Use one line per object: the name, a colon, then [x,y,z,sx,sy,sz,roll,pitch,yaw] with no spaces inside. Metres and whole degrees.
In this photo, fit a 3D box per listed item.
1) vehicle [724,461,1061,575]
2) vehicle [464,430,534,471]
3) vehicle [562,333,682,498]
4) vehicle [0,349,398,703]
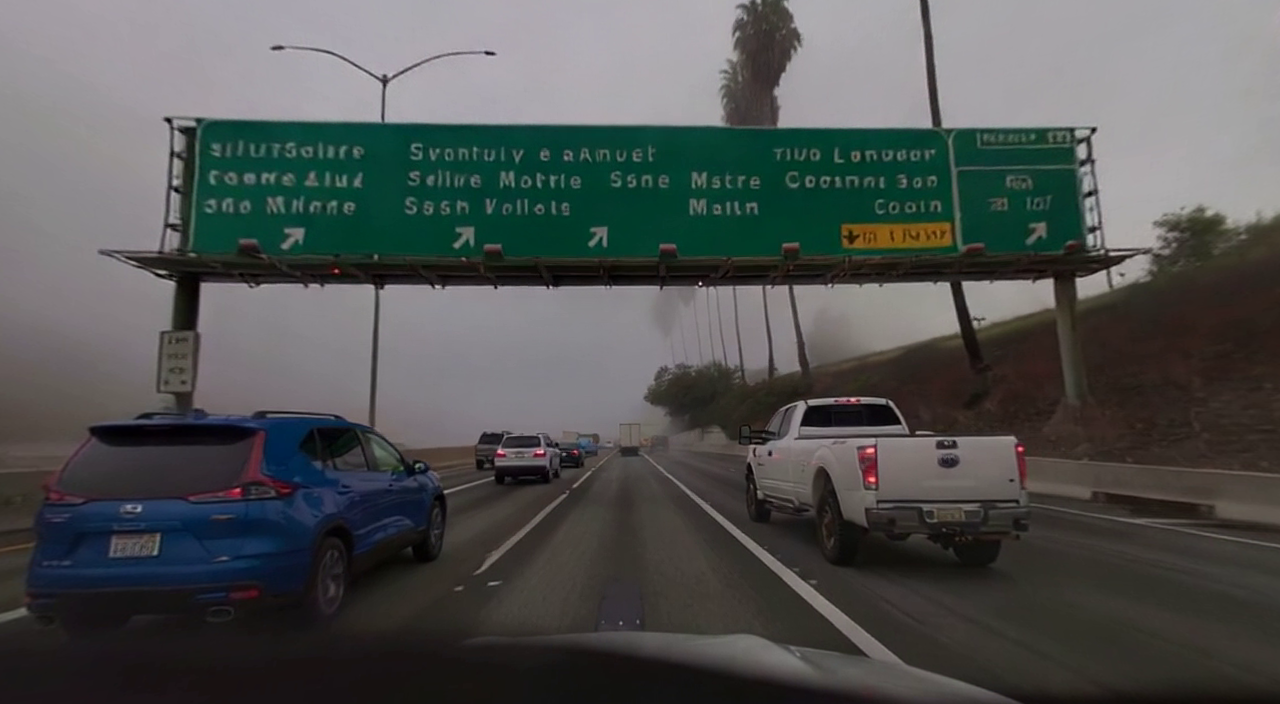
vehicle: [2.994,2.197,9.350,2.635,1.036,5.568,0,-9,-1]
vehicle: [-7.155,5.099,32.778,2.344,1.954,5.579,0,-9,0]
vehicle: [-0.403,2.328,20.822,2.906,4.040,10.743,0,-9,0]
vehicle: [-3.220,1.073,3.823,1.885,1.654,4.103,0,-9,0]
